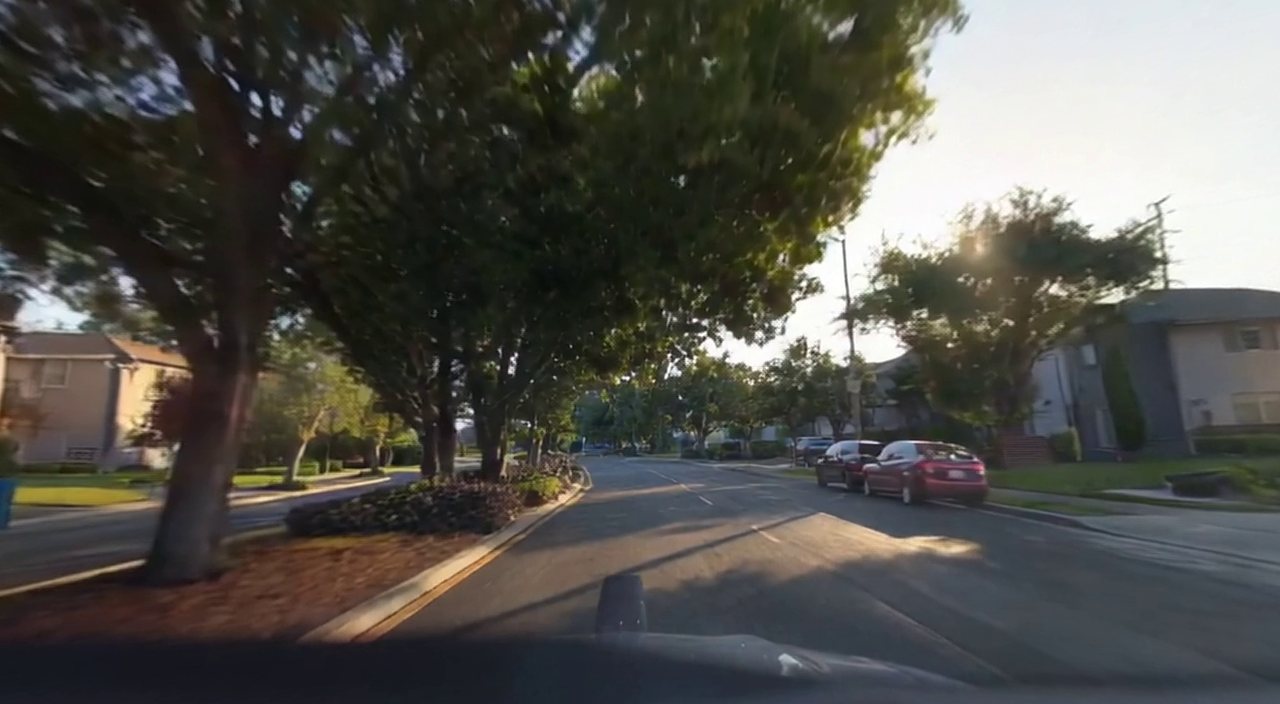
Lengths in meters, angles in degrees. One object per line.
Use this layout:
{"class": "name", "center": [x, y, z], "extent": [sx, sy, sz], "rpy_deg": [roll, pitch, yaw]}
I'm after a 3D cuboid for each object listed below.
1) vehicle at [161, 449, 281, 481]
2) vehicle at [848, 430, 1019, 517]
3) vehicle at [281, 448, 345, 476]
{"class": "vehicle", "center": [-20.159, 5.430, 30.540], "extent": [4.367, 1.466, 1.980], "rpy_deg": [0, -8, -2]}
{"class": "vehicle", "center": [6.763, 2.823, 15.255], "extent": [1.996, 1.745, 4.556], "rpy_deg": [0, -8, 1]}
{"class": "vehicle", "center": [-18.810, 6.313, 36.598], "extent": [1.998, 1.492, 4.660], "rpy_deg": [1, -9, -11]}
